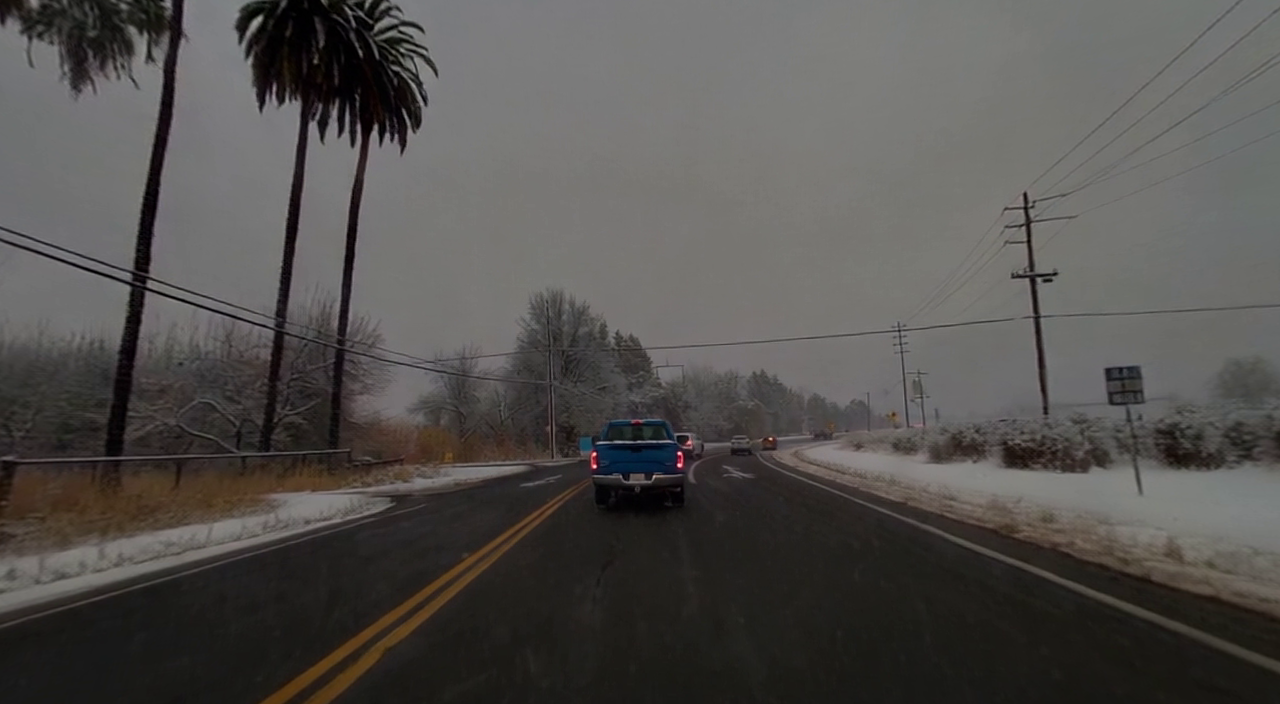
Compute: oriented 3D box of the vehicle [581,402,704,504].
[{"bbox_3d":[0.097,2.655,16.891,2.693,2.223,5.885,0,-9,1],"label":"vehicle"}]
